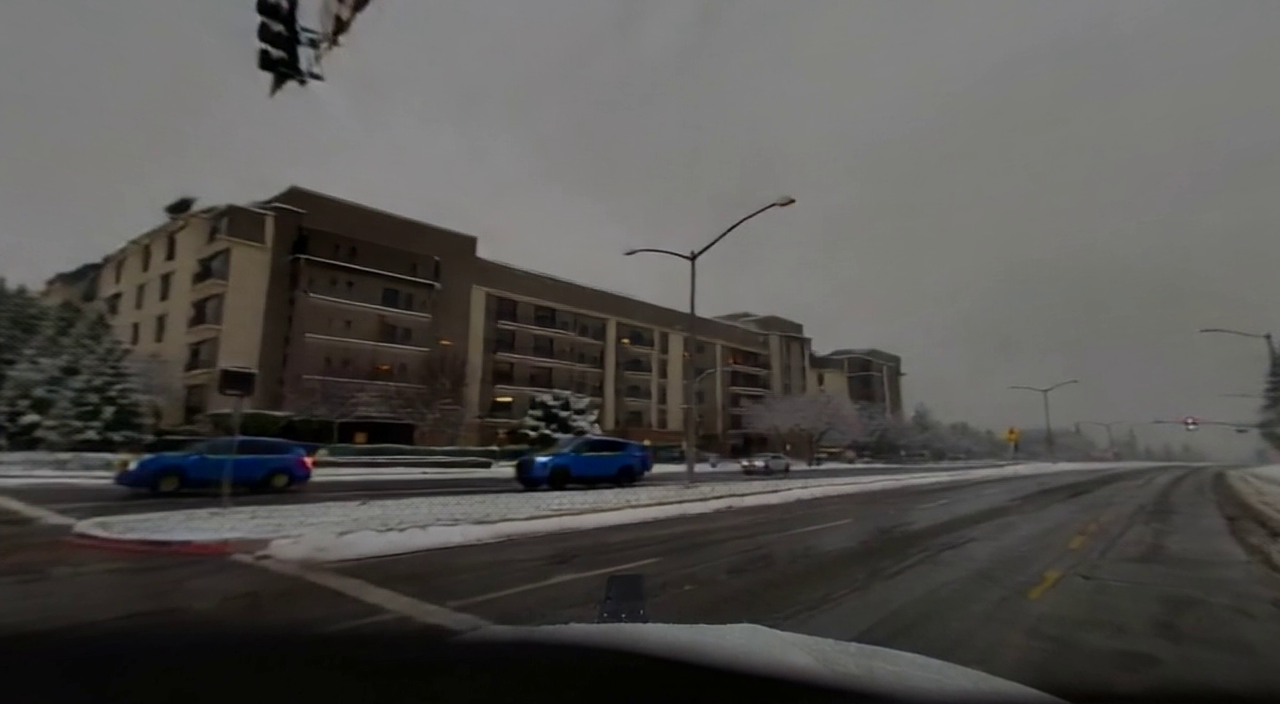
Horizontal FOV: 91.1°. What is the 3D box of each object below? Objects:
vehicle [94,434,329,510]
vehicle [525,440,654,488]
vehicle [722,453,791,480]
[{"bbox_3d":[-11.527,3.185,17.229,2.050,1.751,4.820,-7,-11,39],"label":"vehicle"},{"bbox_3d":[-2.112,4.960,28.190,2.273,1.890,5.841,-8,-11,41],"label":"vehicle"},{"bbox_3d":[7.268,7.002,38.726,1.915,1.490,4.763,-8,-12,42],"label":"vehicle"}]
